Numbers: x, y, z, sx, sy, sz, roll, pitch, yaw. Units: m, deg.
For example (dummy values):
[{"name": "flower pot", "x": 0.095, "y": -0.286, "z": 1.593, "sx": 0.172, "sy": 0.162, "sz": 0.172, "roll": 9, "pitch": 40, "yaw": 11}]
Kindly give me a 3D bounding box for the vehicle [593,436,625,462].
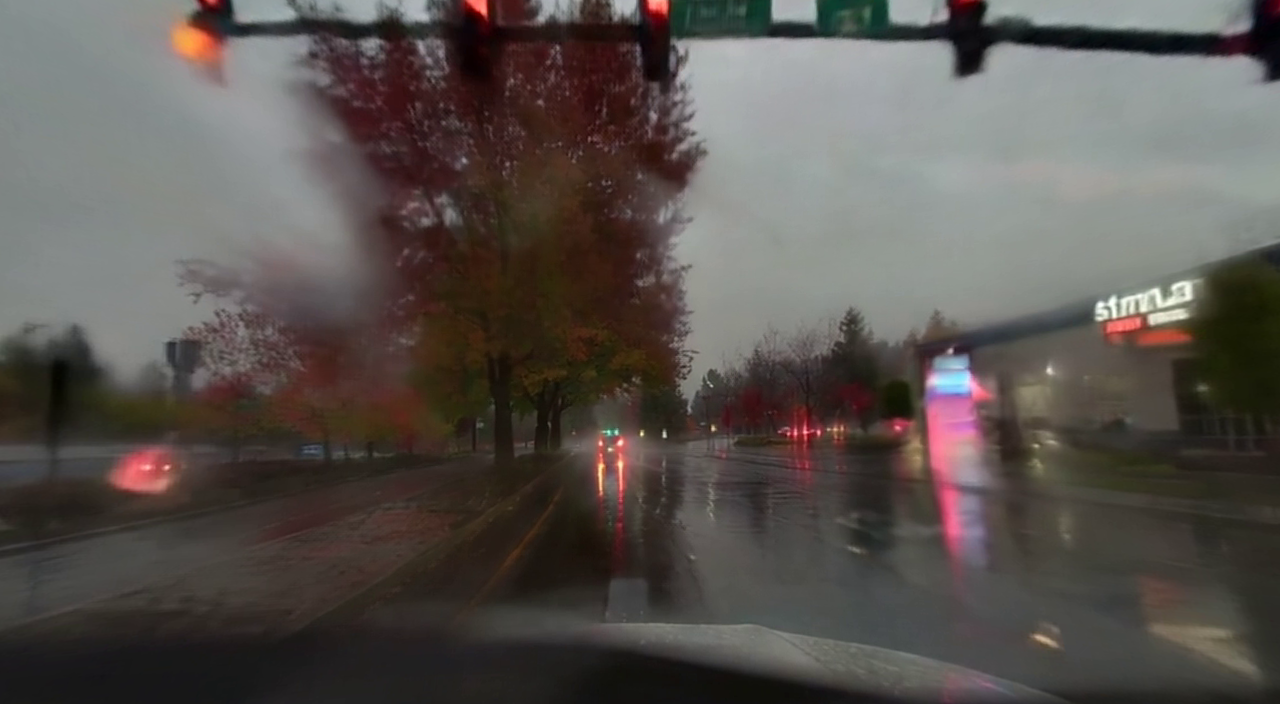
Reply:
[{"name": "vehicle", "x": -2.345, "y": 7.195, "z": 46.956, "sx": 2.146, "sy": 1.814, "sz": 5.110, "roll": 1, "pitch": -8, "yaw": -5}]
